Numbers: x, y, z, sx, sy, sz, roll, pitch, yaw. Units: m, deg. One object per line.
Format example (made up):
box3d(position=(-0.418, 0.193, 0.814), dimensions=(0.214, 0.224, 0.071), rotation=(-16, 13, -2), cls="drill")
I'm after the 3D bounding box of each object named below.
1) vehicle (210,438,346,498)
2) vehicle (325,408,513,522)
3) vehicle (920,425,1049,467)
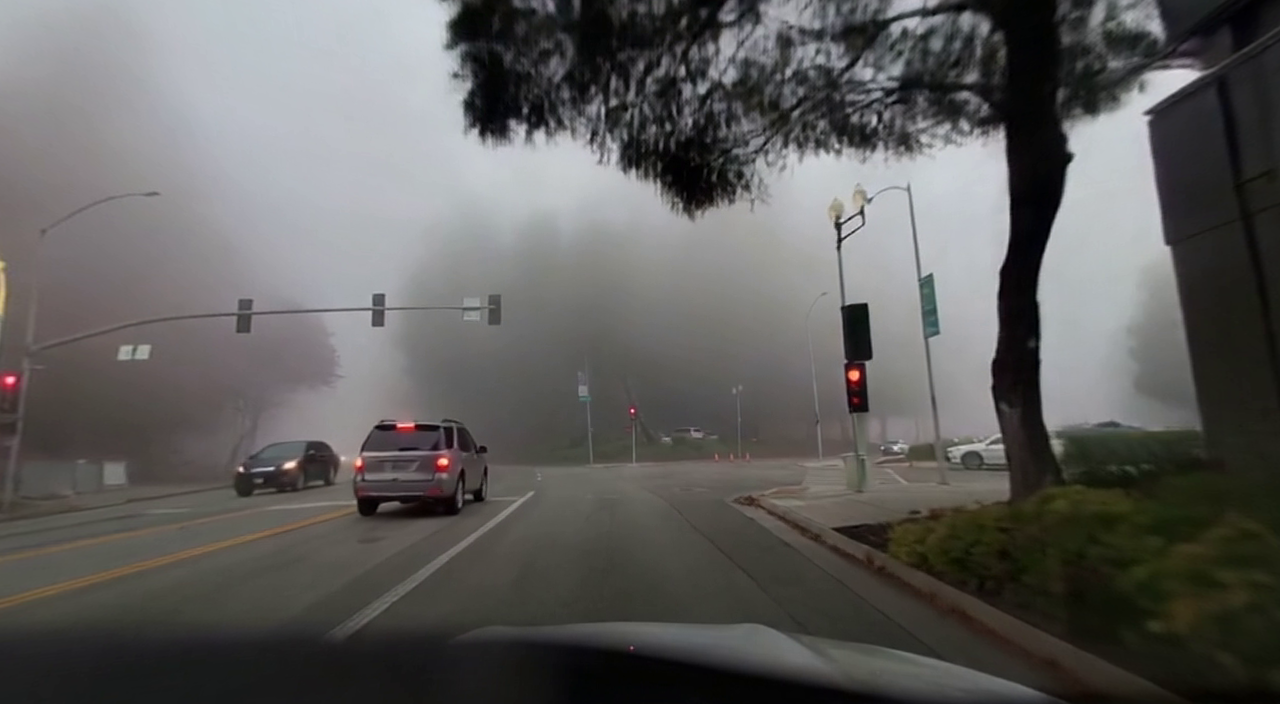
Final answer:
box3d(position=(-12.079, 3.859, 21.550), dimensions=(2.433, 1.784, 4.681), rotation=(1, -9, -9), cls="vehicle")
box3d(position=(-4.046, 2.188, 12.709), dimensions=(2.134, 1.799, 5.082), rotation=(0, -9, -3), cls="vehicle")
box3d(position=(15.569, 4.304, 28.906), dimensions=(4.857, 1.803, 2.147), rotation=(-4, -9, 21), cls="vehicle")
